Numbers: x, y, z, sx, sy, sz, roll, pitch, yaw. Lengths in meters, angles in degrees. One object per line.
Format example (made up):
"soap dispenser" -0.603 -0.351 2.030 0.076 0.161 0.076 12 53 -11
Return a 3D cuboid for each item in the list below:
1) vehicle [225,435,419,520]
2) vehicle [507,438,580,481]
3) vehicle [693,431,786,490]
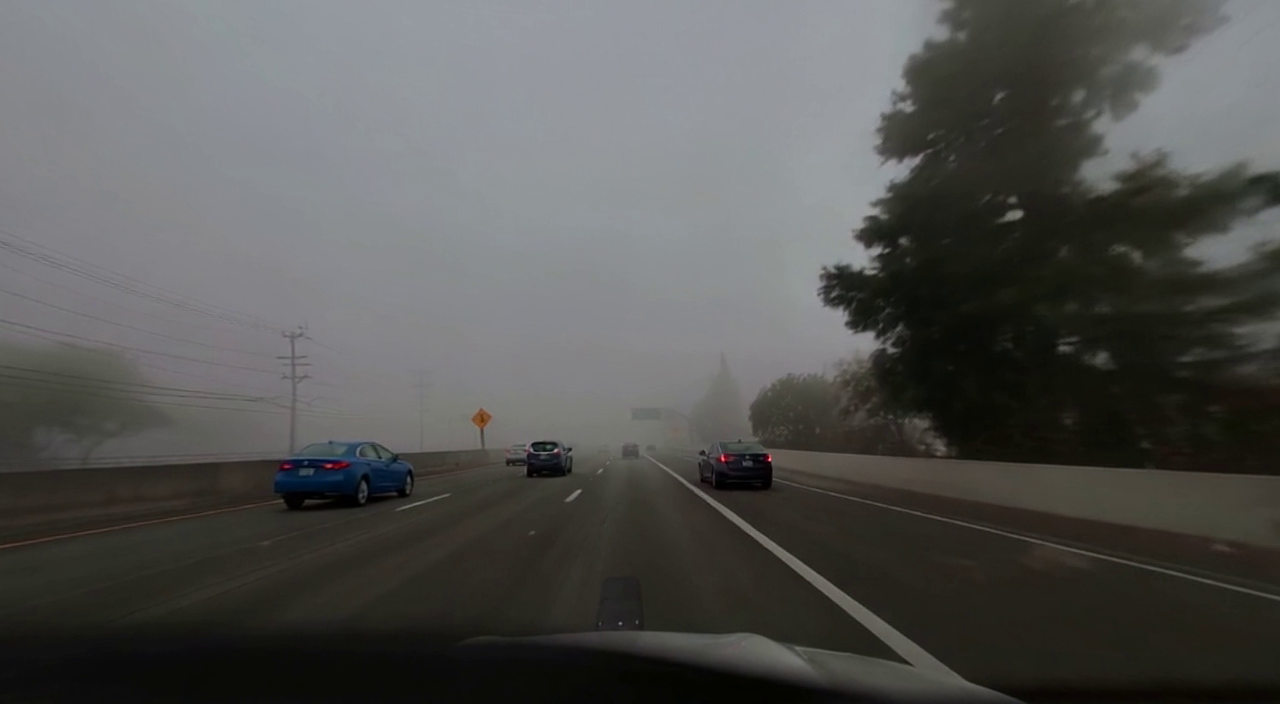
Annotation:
"vehicle" -6.354 2.525 13.272 1.903 1.482 4.180 0 -8 0
"vehicle" -3.538 4.026 23.971 2.066 1.488 4.377 0 -8 0
"vehicle" 3.012 3.408 20.219 2.100 1.659 4.387 0 -8 -2
